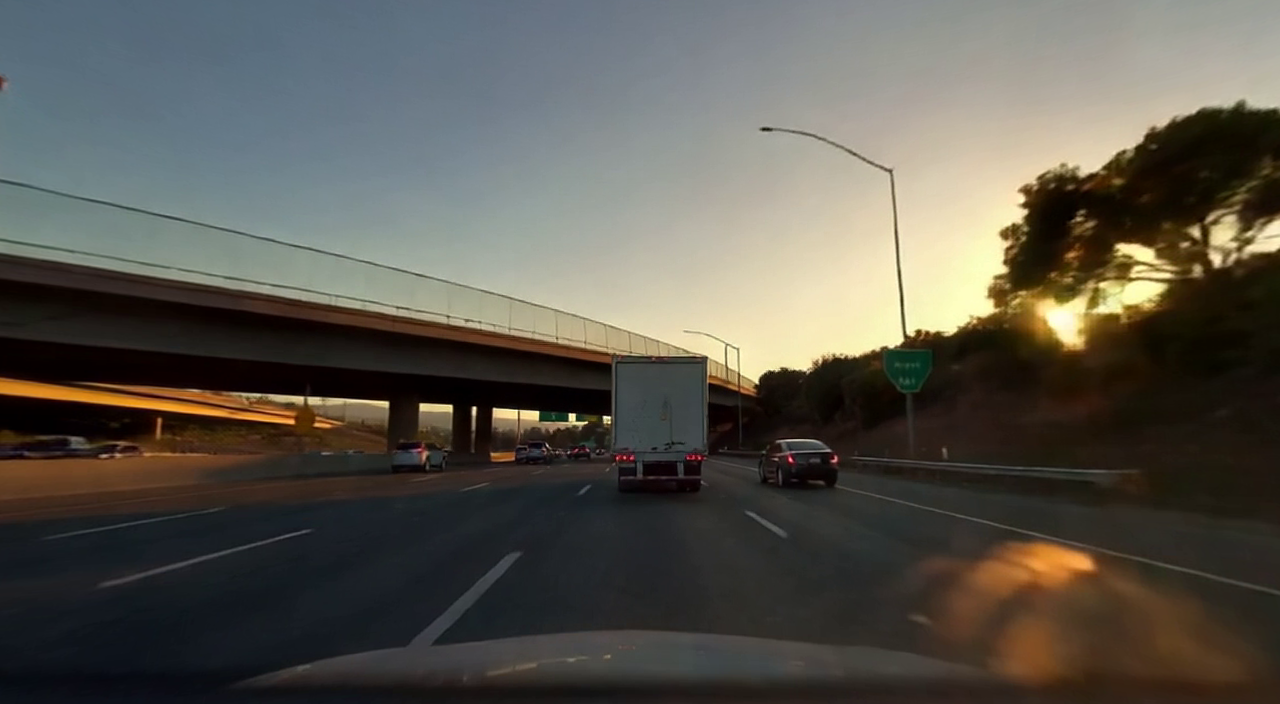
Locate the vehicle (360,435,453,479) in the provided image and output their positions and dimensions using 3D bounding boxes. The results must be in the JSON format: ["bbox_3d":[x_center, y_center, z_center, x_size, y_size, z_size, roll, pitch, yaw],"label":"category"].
[{"bbox_3d":[-10.403,4.709,28.644,2.217,1.797,5.226,0,-9,0],"label":"vehicle"}]

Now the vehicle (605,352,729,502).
[{"bbox_3d":[0.532,2.577,20.526,2.916,3.584,10.841,0,-9,-1],"label":"vehicle"}]

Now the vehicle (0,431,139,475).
[{"bbox_3d":[-37.828,6.706,42.290,2.473,2.570,7.957,0,-8,-5],"label":"vehicle"}]

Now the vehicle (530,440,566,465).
[{"bbox_3d":[-7.131,7.865,49.402,2.125,1.793,4.892,0,-9,0],"label":"vehicle"}]

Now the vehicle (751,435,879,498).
[{"bbox_3d":[4.671,3.132,17.708,2.108,1.508,4.744,0,-9,-1],"label":"vehicle"}]
